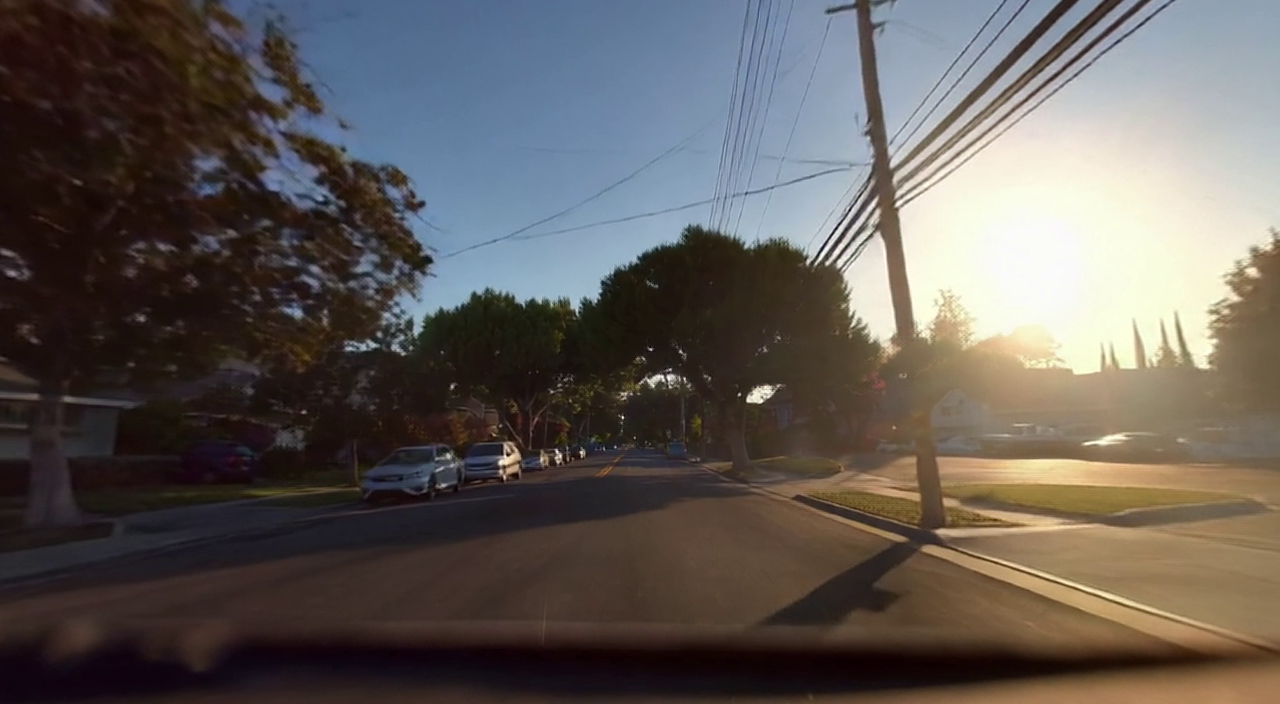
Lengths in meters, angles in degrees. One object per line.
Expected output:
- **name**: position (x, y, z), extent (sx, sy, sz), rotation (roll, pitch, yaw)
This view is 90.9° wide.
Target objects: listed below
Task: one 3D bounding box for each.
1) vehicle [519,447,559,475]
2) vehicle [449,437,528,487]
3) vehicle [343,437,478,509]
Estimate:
- **vehicle**: position (-6.813, 7.359, 42.909), extent (1.852, 1.510, 4.812), rotation (-4, -7, -1)
- **vehicle**: position (-6.642, 4.845, 28.417), extent (2.144, 1.955, 6.159), rotation (0, -7, -1)
- **vehicle**: position (-6.666, 3.528, 19.102), extent (2.120, 1.799, 5.370), rotation (-1, -8, 0)
